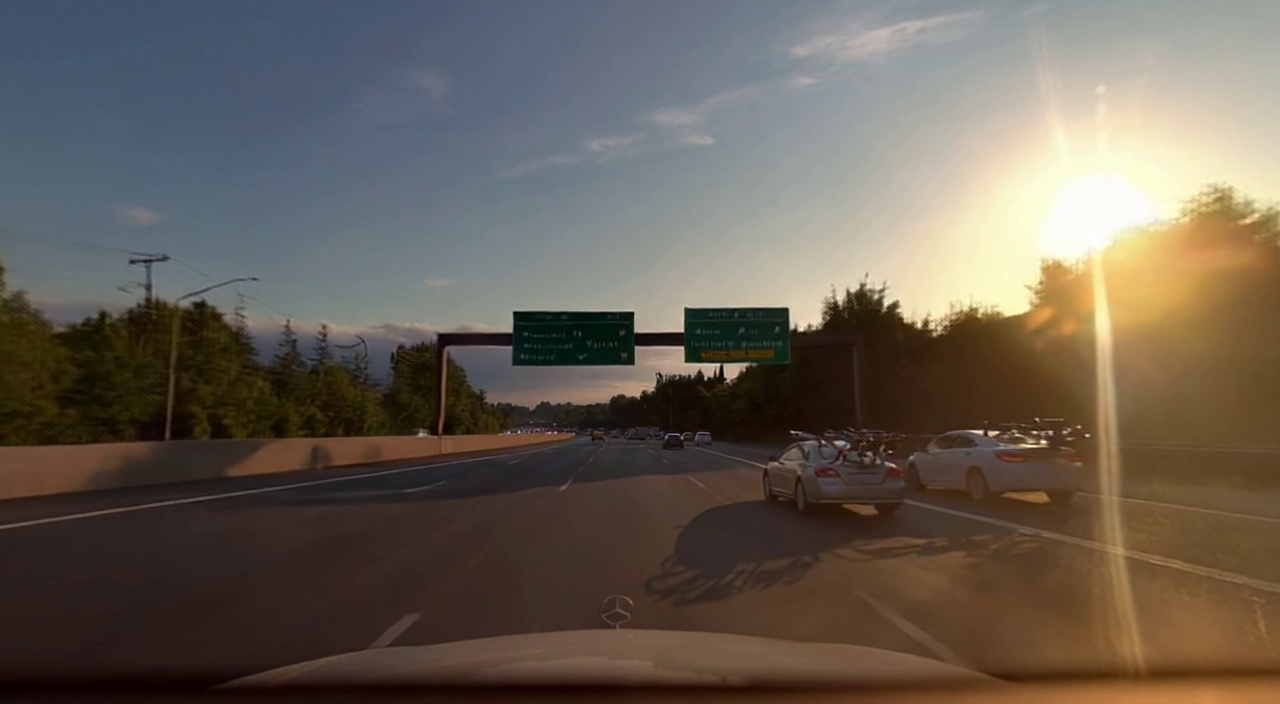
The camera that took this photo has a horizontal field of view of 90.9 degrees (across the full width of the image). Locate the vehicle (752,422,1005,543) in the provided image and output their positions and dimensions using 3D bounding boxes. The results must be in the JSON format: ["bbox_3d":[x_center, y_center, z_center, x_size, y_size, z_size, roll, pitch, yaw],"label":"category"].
[{"bbox_3d":[3.310,1.885,9.972,2.094,1.441,4.568,0,-8,-2],"label":"vehicle"}]

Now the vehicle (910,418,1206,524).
[{"bbox_3d":[7.046,2.023,11.482,2.034,1.511,4.785,0,-8,-2],"label":"vehicle"}]
